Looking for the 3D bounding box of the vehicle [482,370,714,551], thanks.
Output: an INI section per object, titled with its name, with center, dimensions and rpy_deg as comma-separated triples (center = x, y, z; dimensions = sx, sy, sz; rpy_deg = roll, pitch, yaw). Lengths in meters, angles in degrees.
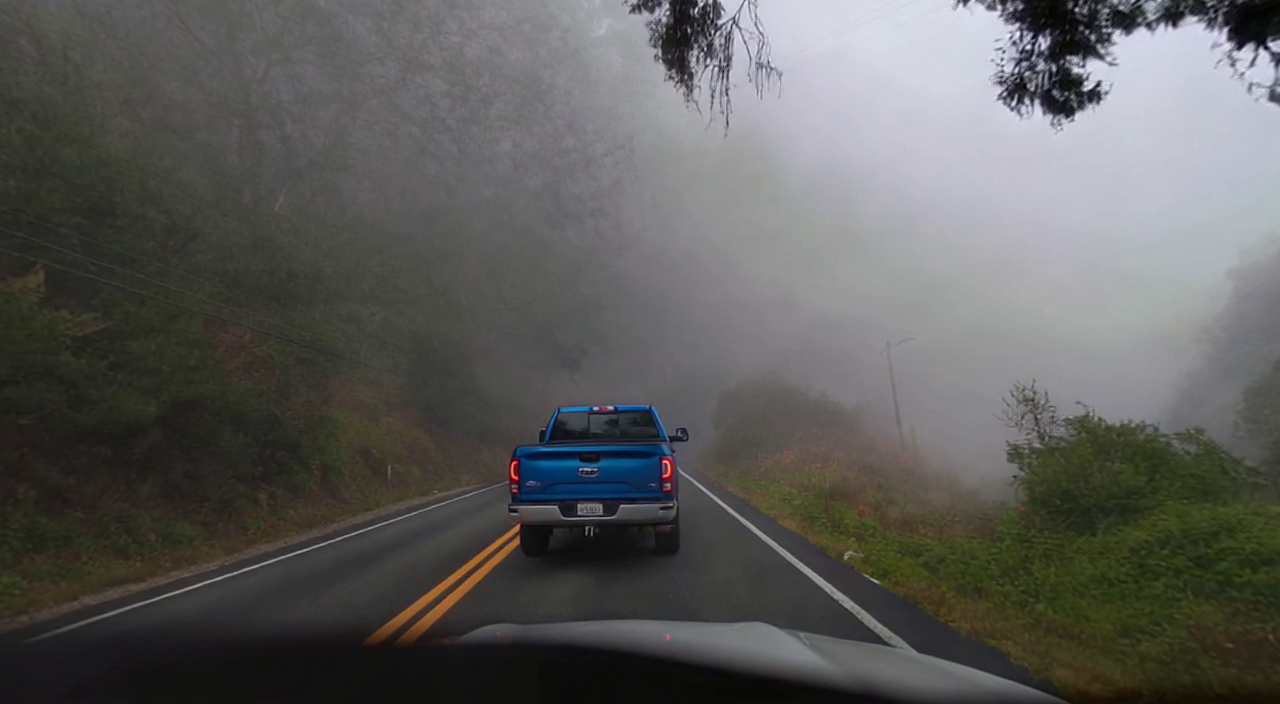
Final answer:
[vehicle]
center = -0.550, 1.762, 10.794
dimensions = 2.837, 2.223, 5.885
rpy_deg = 0, -8, -1
